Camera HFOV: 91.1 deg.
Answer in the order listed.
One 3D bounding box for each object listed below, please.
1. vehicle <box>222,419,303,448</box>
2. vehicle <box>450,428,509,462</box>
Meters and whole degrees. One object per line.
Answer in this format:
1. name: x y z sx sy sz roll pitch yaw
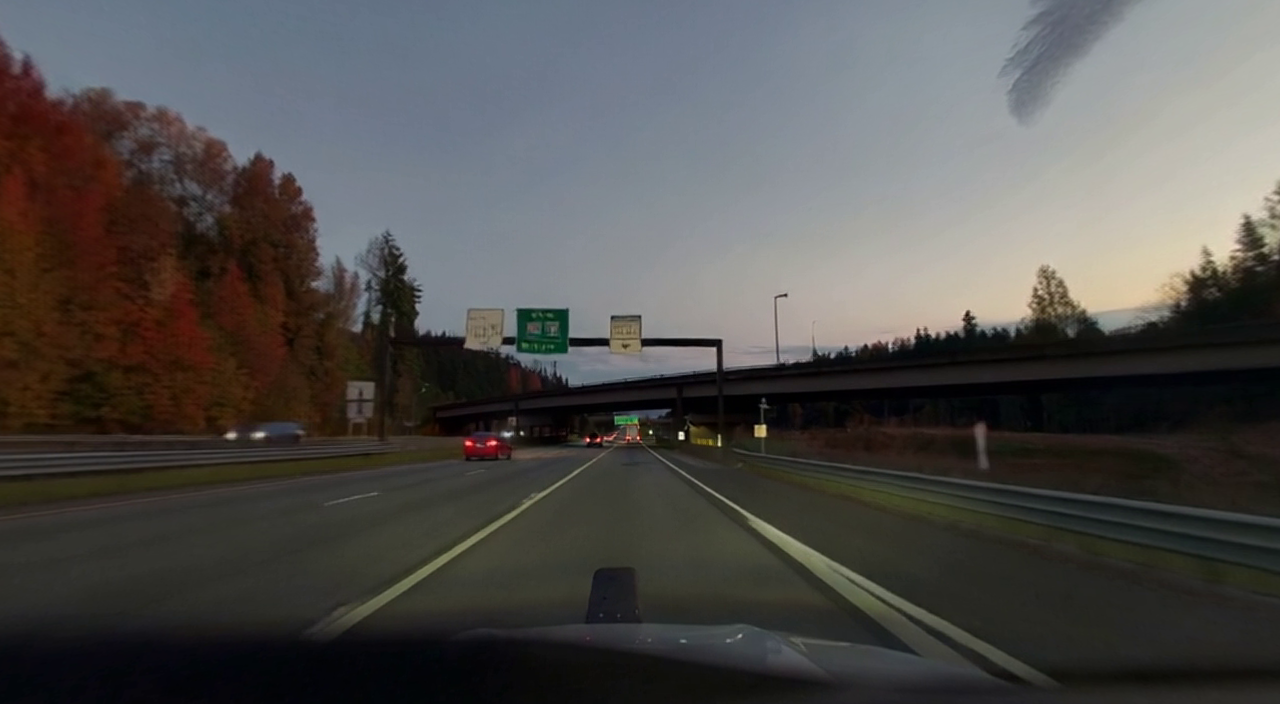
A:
1. vehicle: -21.479 4.697 36.000 1.908 1.552 4.438 0 -8 -1
2. vehicle: -8.458 4.963 33.617 1.987 1.677 4.580 0 -8 -1
